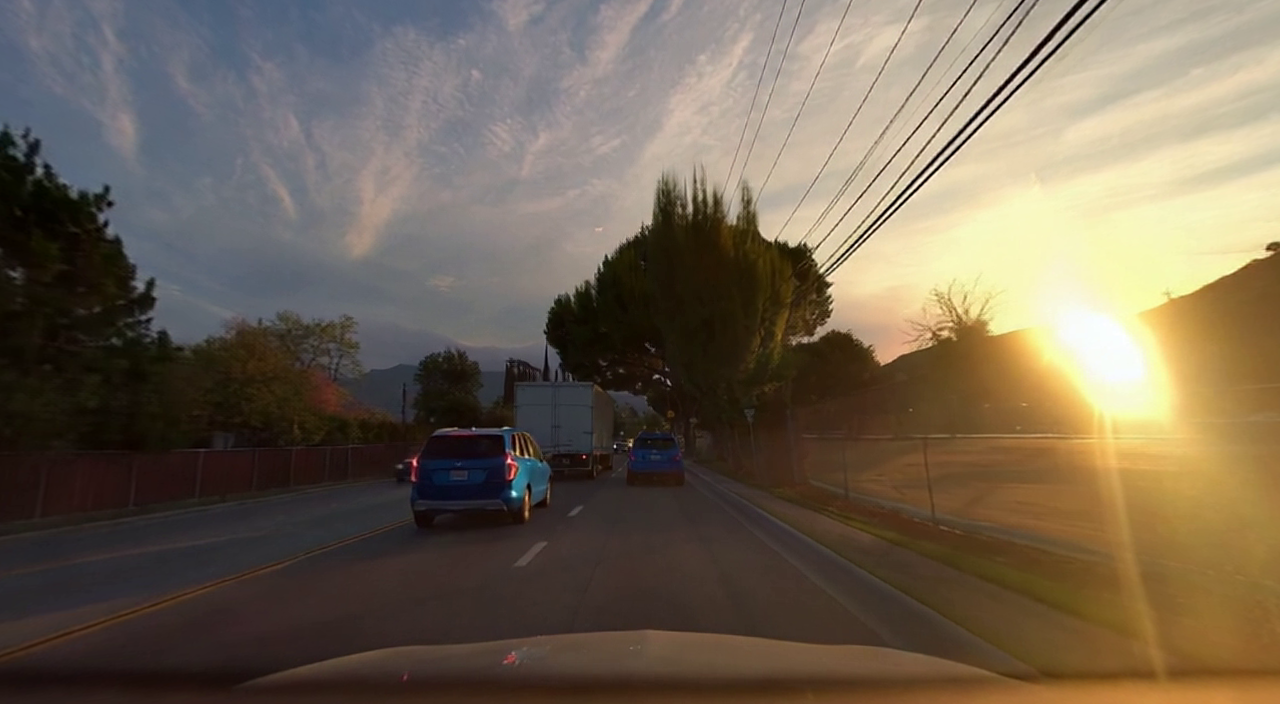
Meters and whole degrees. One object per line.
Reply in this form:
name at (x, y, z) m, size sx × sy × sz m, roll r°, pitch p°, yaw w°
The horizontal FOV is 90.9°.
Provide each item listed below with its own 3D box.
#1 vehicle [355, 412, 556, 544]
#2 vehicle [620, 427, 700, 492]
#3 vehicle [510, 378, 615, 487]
vehicle at (-2.898, 2.109, 11.161) m, size 2.093 × 1.832 × 4.508 m, roll 0°, pitch -9°, yaw 1°
vehicle at (0.577, 3.232, 19.204) m, size 2.174 × 1.749 × 4.113 m, roll 0°, pitch -9°, yaw 1°
vehicle at (-2.792, 3.511, 26.653) m, size 2.928 × 3.658 × 10.953 m, roll 0°, pitch -9°, yaw 1°
